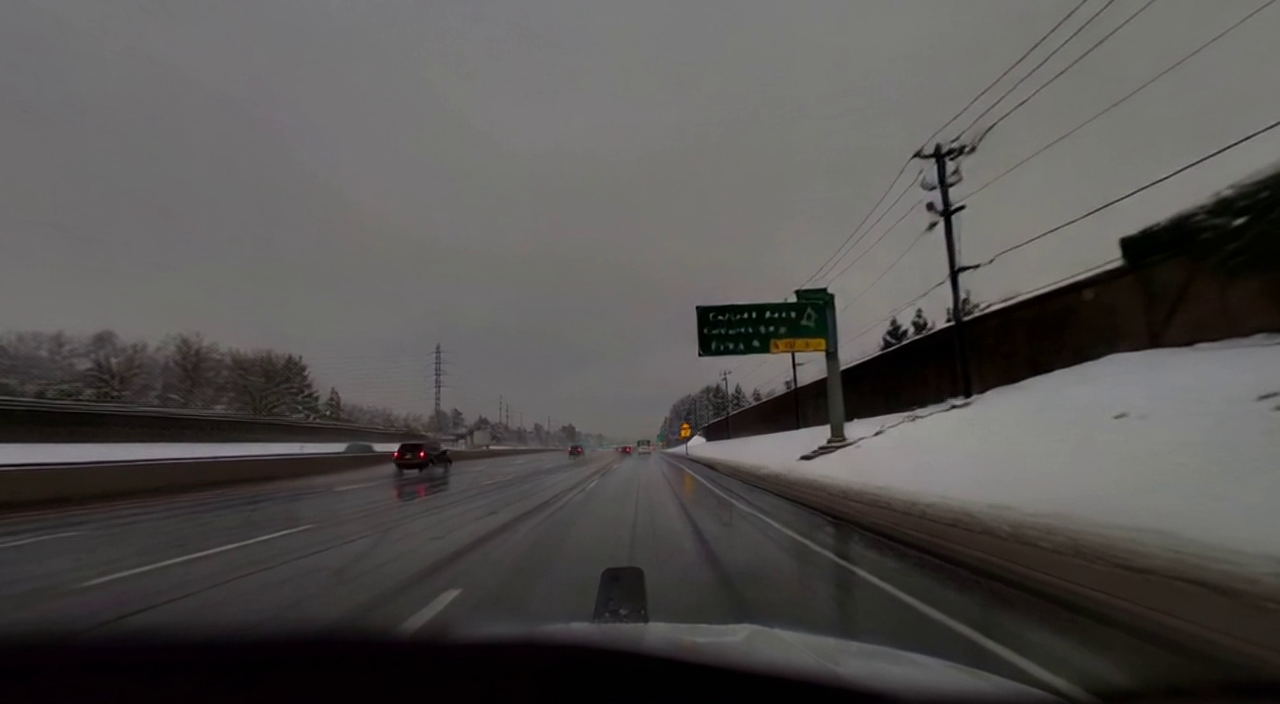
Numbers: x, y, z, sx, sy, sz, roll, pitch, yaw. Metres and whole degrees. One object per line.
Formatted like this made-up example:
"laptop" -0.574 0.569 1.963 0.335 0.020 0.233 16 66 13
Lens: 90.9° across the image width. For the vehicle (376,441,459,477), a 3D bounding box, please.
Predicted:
"vehicle" -9.995 4.829 28.758 2.056 1.476 4.562 0 -8 1
